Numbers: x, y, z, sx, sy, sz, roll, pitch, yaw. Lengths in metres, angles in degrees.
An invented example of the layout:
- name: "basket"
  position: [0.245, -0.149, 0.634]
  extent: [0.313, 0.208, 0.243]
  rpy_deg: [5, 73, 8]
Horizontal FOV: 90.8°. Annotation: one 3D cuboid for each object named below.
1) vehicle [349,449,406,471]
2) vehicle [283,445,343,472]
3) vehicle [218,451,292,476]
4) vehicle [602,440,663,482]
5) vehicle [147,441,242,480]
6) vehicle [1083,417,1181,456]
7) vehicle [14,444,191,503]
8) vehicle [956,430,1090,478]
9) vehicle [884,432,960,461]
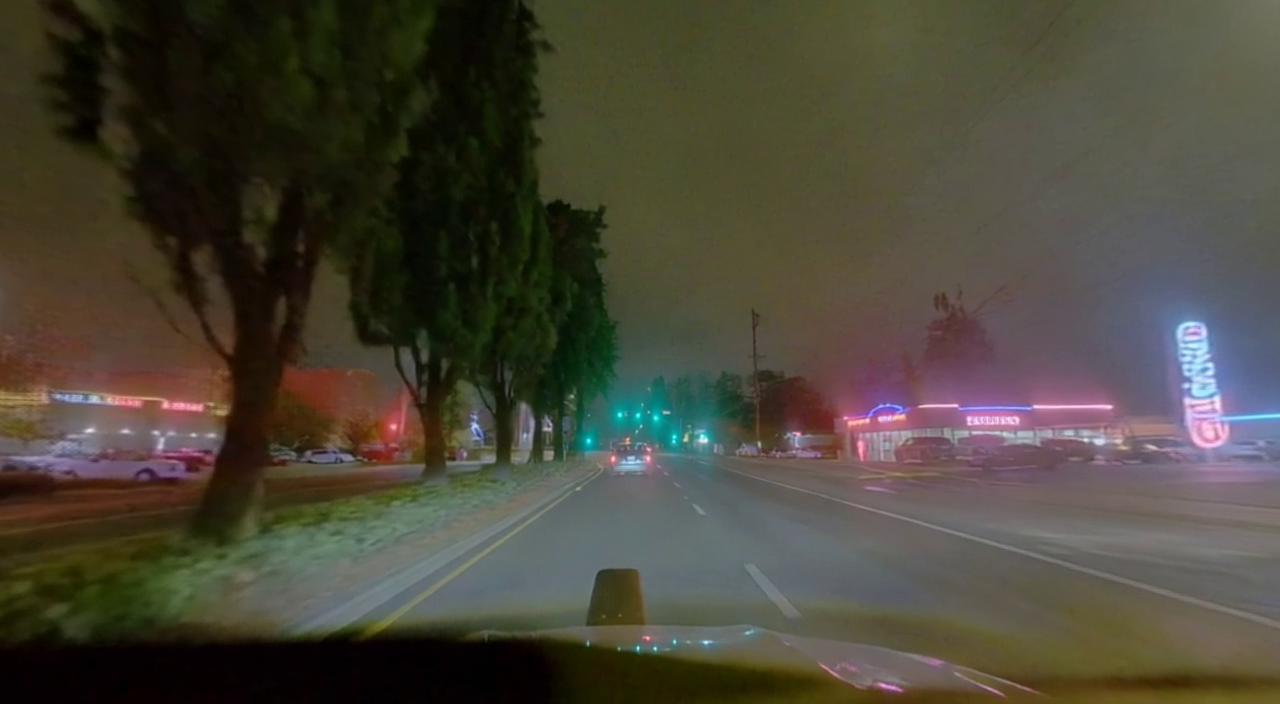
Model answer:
- name: "vehicle"
  position: [-19.456, 8.036, 47.107]
  extent: [2.083, 1.481, 5.103]
  rpy_deg: [0, -8, 0]
- name: "vehicle"
  position: [-24.330, 7.911, 47.230]
  extent: [1.985, 1.821, 4.774]
  rpy_deg: [0, -8, 0]
- name: "vehicle"
  position: [-24.780, 7.177, 40.889]
  extent: [1.893, 1.451, 4.809]
  rpy_deg: [0, -8, -1]
- name: "vehicle"
  position: [-0.306, 4.188, 24.613]
  extent: [2.185, 1.473, 3.925]
  rpy_deg: [0, -8, -1]
- name: "vehicle"
  position: [-24.735, 6.001, 35.324]
  extent: [2.003, 1.958, 4.810]
  rpy_deg: [0, -8, -3]
- name: "vehicle"
  position: [32.795, 5.700, 42.339]
  extent: [2.209, 2.346, 5.394]
  rpy_deg: [-2, -8, 2]
- name: "vehicle"
  position: [-19.281, 4.307, 23.084]
  extent: [2.129, 1.794, 4.967]
  rpy_deg: [-2, -8, -1]
- name: "vehicle"
  position: [15.900, 4.274, 26.687]
  extent: [2.377, 1.783, 5.145]
  rpy_deg: [0, -8, -1]
- name: "vehicle"
  position: [18.685, 6.318, 42.242]
  extent: [2.253, 1.771, 5.722]
  rpy_deg: [0, -8, -2]
